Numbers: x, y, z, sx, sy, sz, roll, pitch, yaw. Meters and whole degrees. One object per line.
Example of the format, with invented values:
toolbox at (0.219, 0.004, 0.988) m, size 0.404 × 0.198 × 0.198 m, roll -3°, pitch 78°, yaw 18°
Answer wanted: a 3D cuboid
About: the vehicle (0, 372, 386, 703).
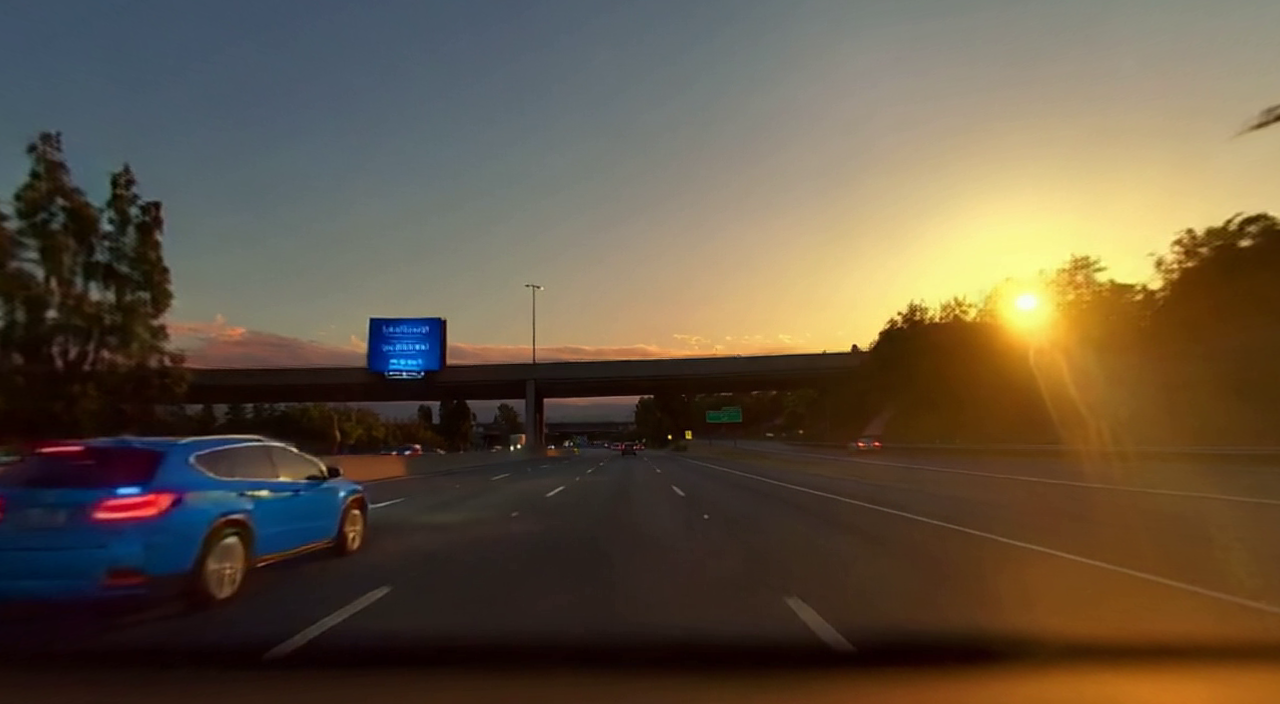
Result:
vehicle at (-4.287, 1.314, 5.663) m, size 2.102 × 1.727 × 4.704 m, roll 0°, pitch -9°, yaw -1°
